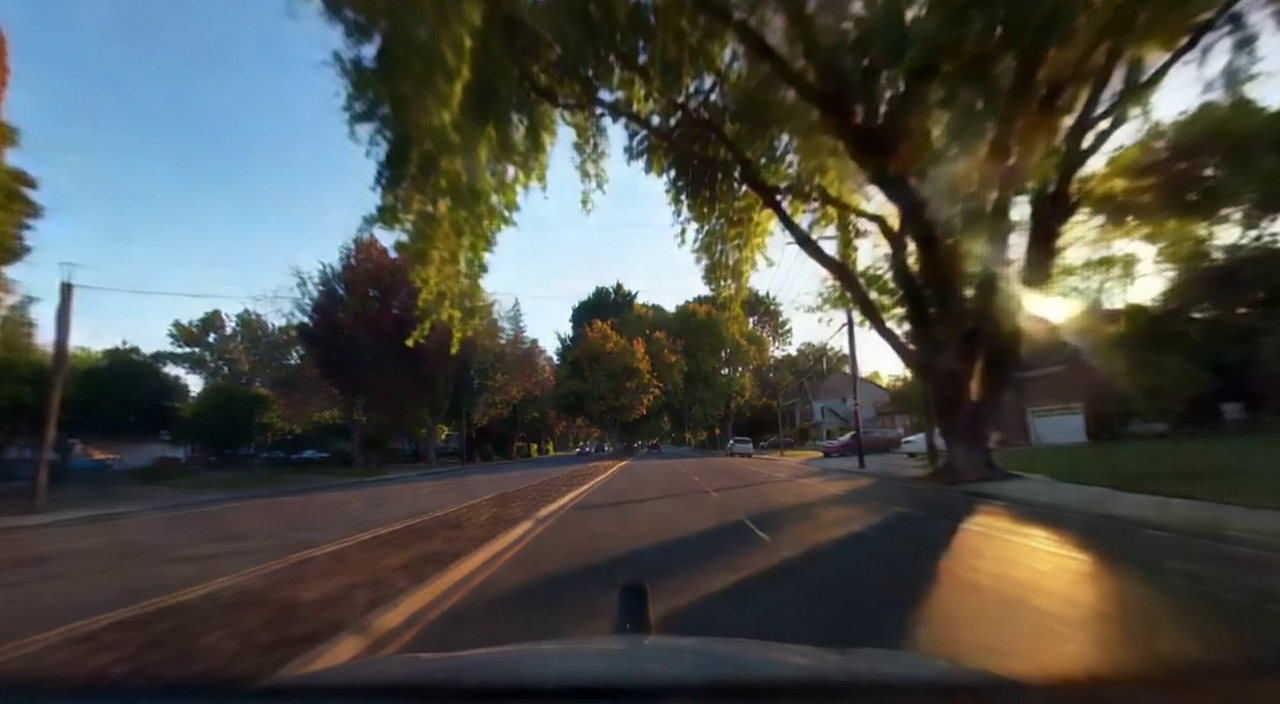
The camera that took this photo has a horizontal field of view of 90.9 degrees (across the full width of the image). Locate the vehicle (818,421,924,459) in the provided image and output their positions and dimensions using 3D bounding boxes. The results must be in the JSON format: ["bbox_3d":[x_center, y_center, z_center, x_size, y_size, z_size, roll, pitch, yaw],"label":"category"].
[{"bbox_3d":[14.890,5.699,40.934,5.886,2.000,2.372,-4,-8,5],"label":"vehicle"}]

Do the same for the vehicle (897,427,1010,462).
[{"bbox_3d":[15.198,4.527,30.716,4.455,1.588,1.858,1,-9,-2],"label":"vehicle"}]
